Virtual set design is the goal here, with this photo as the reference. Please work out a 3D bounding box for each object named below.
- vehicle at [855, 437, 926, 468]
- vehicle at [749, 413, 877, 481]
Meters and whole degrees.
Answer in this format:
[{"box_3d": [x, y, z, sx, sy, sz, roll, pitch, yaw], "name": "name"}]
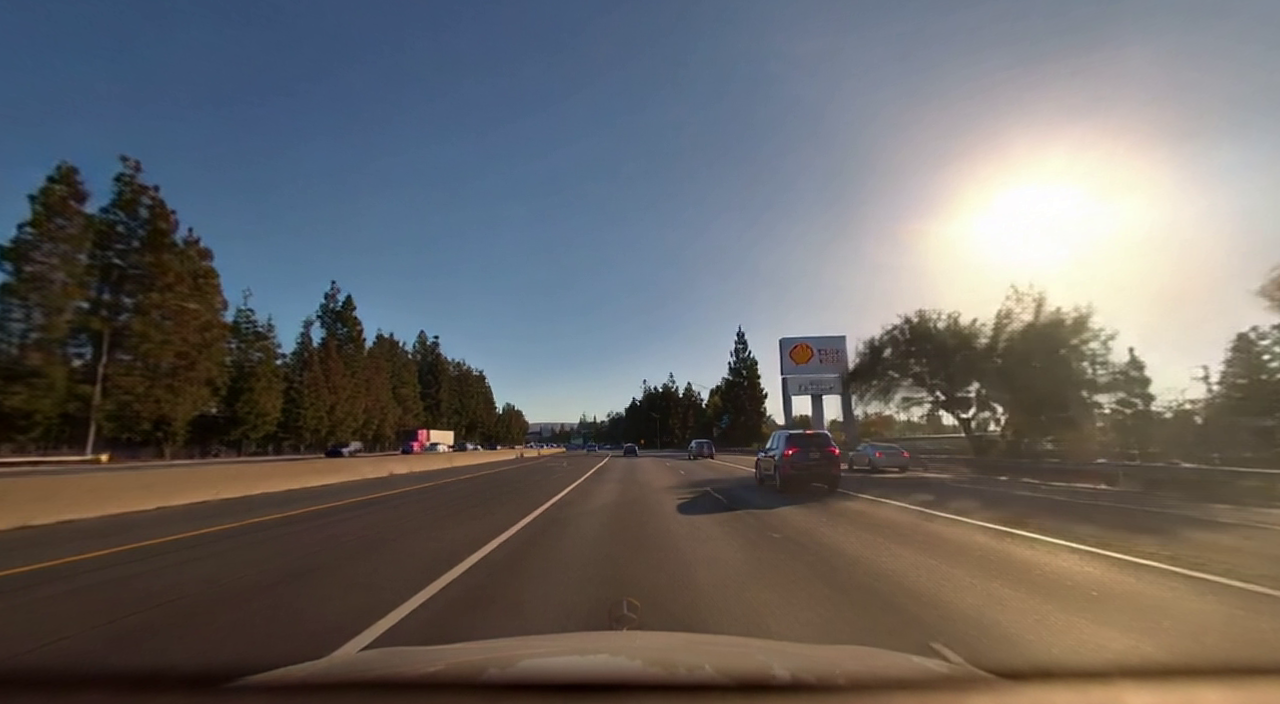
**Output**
[{"box_3d": [14.070, 5.668, 35.627, 2.072, 1.611, 4.387, 0, -8, -2], "name": "vehicle"}, {"box_3d": [6.680, 3.876, 25.788, 2.779, 2.339, 8.073, 0, -8, -1], "name": "vehicle"}]
